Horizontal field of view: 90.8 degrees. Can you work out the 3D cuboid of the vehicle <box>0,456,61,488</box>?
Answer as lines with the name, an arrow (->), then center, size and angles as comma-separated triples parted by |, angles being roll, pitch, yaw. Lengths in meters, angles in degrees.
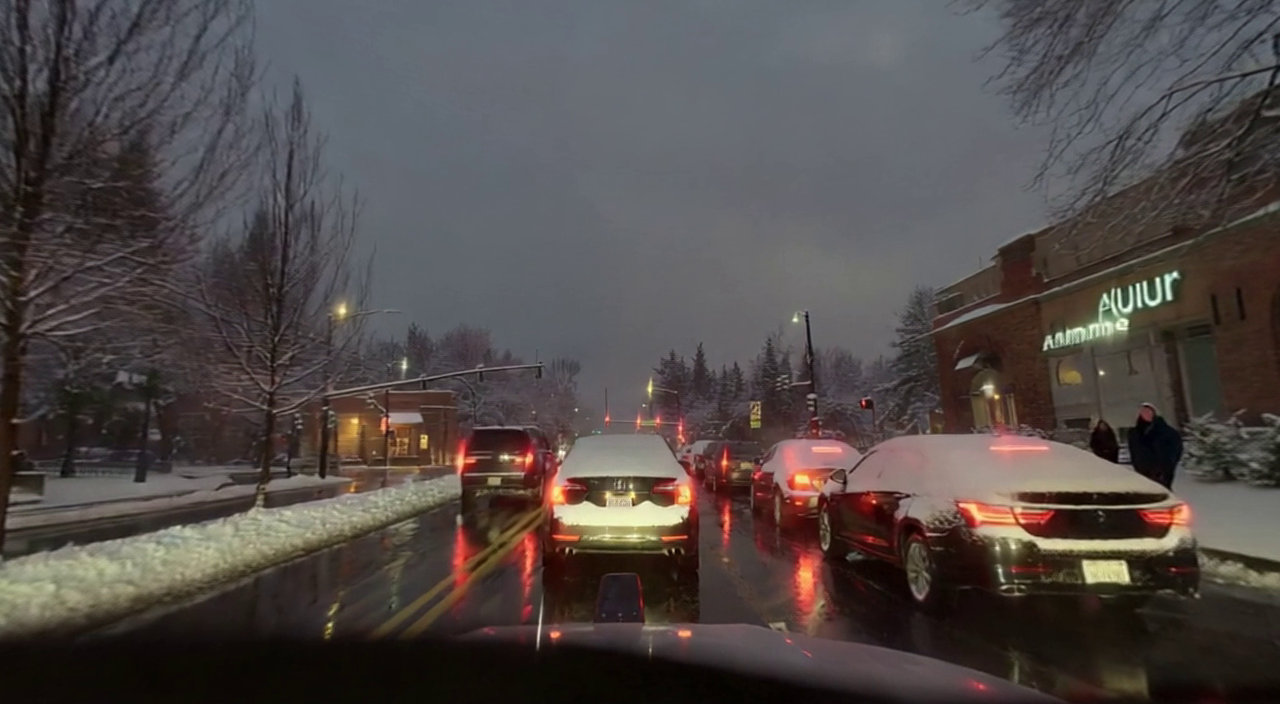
vehicle -> -31.718, 5.971, 31.433 | 1.913, 1.531, 4.000 | -9, -12, 44

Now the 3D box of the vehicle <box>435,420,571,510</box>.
vehicle -> -3.135, 2.734, 15.711 | 2.223, 1.840, 4.919 | 0, -9, 0

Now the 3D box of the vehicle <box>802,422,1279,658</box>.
vehicle -> 3.221, 1.523, 6.304 | 1.912, 1.454, 4.537 | 0, -9, -1

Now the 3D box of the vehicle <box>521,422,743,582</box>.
vehicle -> -0.104, 1.743, 8.135 | 2.118, 1.512, 4.013 | 0, -9, -1
